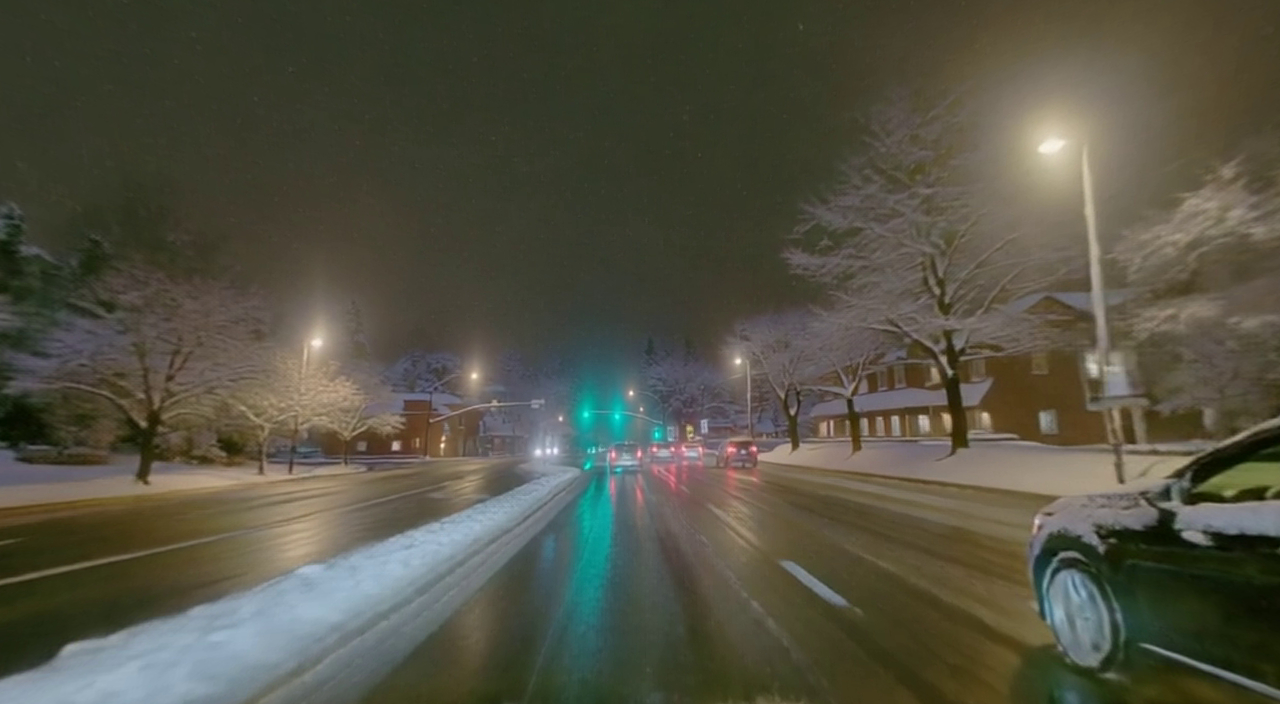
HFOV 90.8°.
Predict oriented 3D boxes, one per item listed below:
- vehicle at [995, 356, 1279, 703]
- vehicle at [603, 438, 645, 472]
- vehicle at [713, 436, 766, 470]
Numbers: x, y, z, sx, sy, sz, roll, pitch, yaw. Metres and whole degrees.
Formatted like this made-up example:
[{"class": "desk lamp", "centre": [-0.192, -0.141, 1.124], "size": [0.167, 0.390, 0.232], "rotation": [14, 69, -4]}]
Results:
[{"class": "vehicle", "centre": [3.478, 0.779, 2.018], "size": [1.893, 1.664, 4.670], "rotation": [0, -9, -1]}, {"class": "vehicle", "centre": [-0.914, 5.497, 33.879], "size": [2.101, 1.641, 4.341], "rotation": [0, -9, -3]}, {"class": "vehicle", "centre": [6.008, 6.154, 38.709], "size": [2.052, 1.886, 5.297], "rotation": [0, -9, -4]}]
